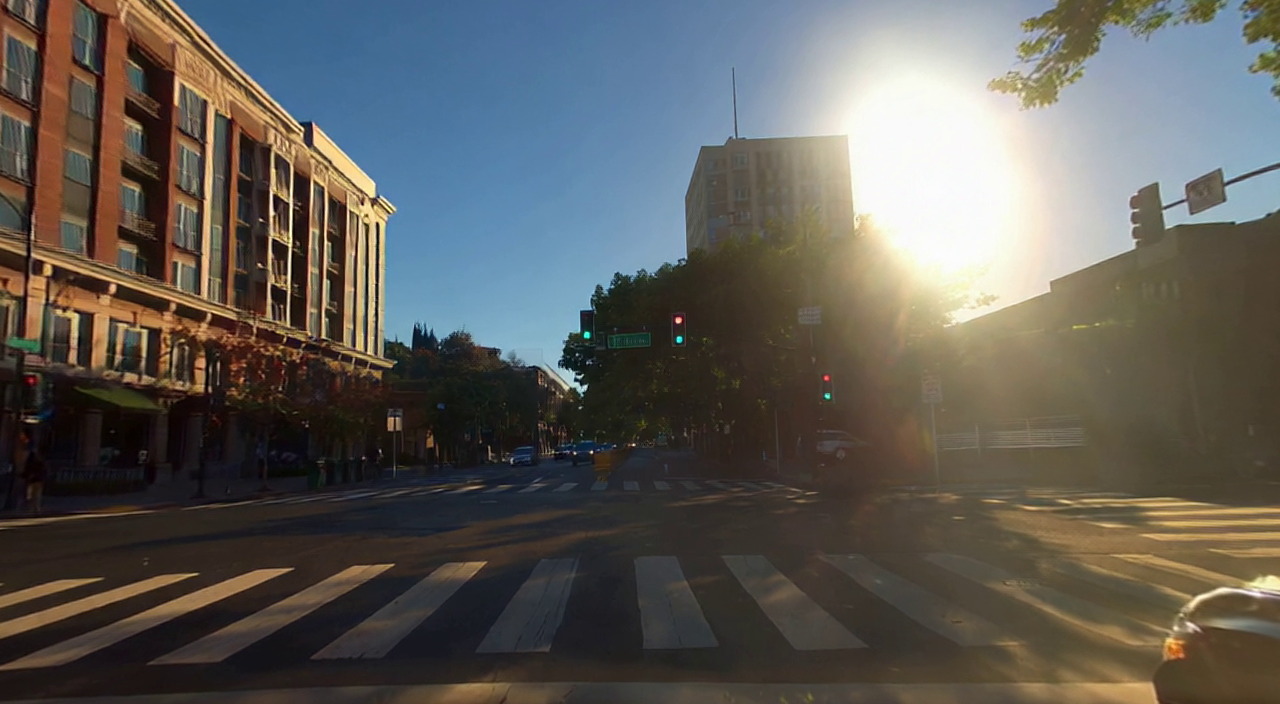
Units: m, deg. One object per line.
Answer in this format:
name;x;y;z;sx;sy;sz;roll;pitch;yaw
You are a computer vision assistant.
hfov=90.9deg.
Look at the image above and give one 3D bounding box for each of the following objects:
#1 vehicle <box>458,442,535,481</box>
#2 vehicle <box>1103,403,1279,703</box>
vehicle;-5.882;4.542;26.480;2.127;1.473;4.428;0;-8;1
vehicle;2.956;0.657;0.117;2.039;1.519;4.846;0;-8;0
